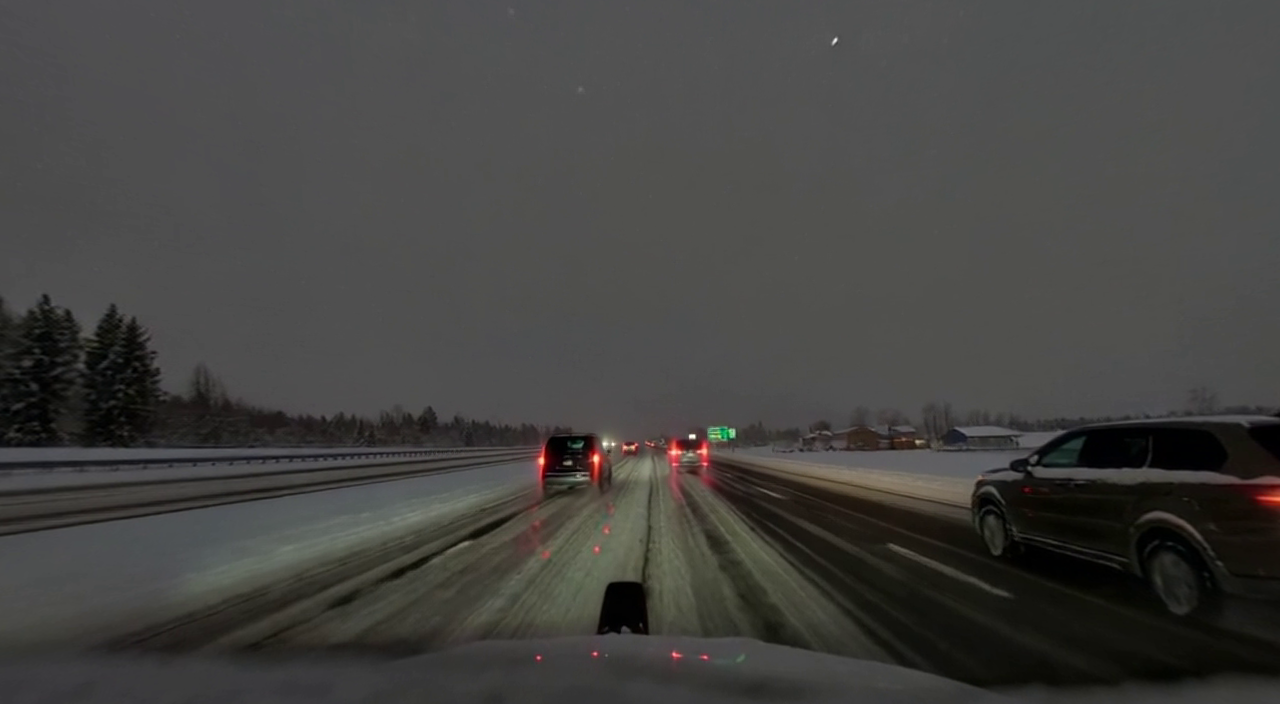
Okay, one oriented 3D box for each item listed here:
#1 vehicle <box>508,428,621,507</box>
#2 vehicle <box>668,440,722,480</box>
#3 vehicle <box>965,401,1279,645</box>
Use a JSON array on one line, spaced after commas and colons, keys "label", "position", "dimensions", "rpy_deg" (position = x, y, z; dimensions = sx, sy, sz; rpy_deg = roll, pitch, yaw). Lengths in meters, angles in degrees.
[{"label": "vehicle", "position": [-1.793, 2.972, 16.710], "dimensions": [2.239, 1.761, 4.620], "rpy_deg": [-1, -8, 2]}, {"label": "vehicle", "position": [2.232, 4.511, 26.663], "dimensions": [2.000, 1.558, 3.945], "rpy_deg": [0, -8, 1]}, {"label": "vehicle", "position": [5.273, 1.390, 5.951], "dimensions": [2.027, 1.588, 4.611], "rpy_deg": [-1, -8, 2]}]
